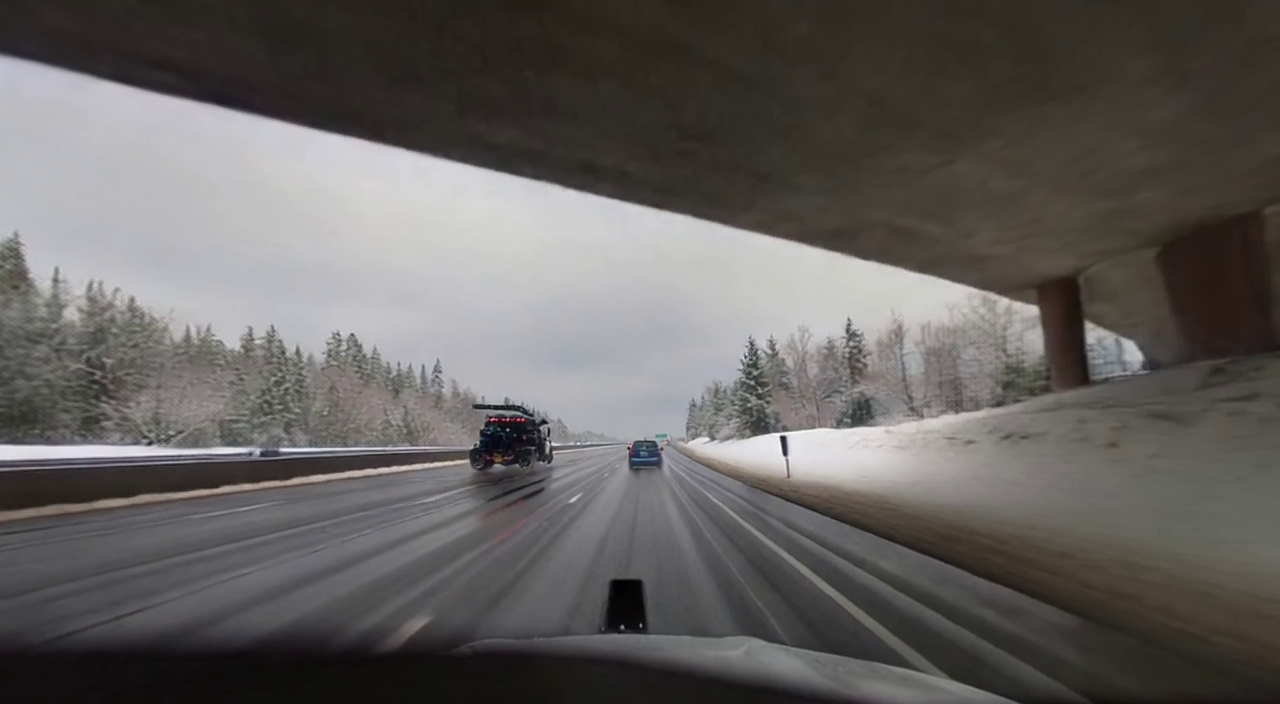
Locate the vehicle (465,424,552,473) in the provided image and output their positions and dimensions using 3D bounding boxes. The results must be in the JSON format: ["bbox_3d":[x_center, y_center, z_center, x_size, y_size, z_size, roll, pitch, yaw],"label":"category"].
[{"bbox_3d":[-6.541,4.939,32.543,2.827,2.236,7.057,0,-8,1],"label":"vehicle"}]

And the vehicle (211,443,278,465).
[{"bbox_3d":[-28.440,7.337,45.546,1.791,1.461,4.568,0,-8,2],"label":"vehicle"}]

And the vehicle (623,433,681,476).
[{"bbox_3d":[0.507,4.447,27.535,2.336,1.722,4.212,0,-8,0],"label":"vehicle"}]
